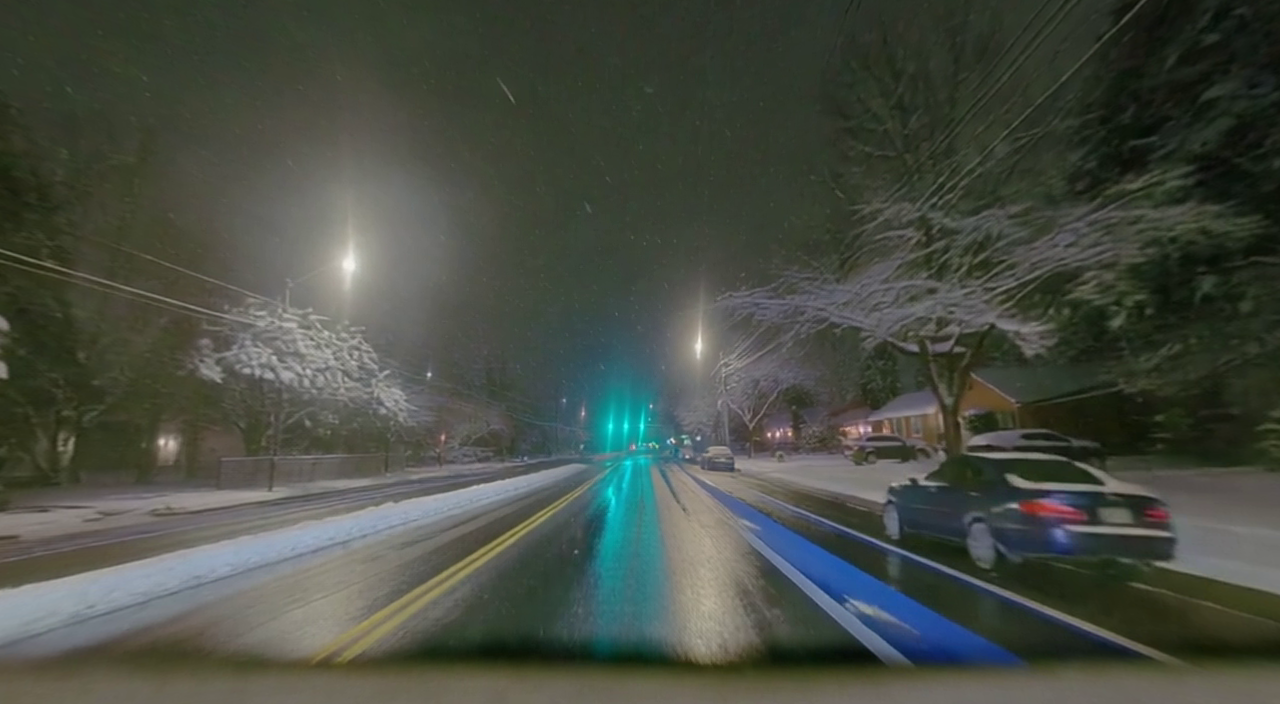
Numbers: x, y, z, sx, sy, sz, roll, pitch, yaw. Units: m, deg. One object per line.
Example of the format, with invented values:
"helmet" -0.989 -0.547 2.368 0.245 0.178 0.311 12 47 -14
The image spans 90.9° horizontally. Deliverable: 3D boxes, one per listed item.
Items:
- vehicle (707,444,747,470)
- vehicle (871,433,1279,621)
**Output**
"vehicle" 5.369 6.536 39.436 1.955 1.549 4.129 0 -8 0
"vehicle" 4.812 1.780 7.609 2.021 1.491 4.906 1 -8 -2
